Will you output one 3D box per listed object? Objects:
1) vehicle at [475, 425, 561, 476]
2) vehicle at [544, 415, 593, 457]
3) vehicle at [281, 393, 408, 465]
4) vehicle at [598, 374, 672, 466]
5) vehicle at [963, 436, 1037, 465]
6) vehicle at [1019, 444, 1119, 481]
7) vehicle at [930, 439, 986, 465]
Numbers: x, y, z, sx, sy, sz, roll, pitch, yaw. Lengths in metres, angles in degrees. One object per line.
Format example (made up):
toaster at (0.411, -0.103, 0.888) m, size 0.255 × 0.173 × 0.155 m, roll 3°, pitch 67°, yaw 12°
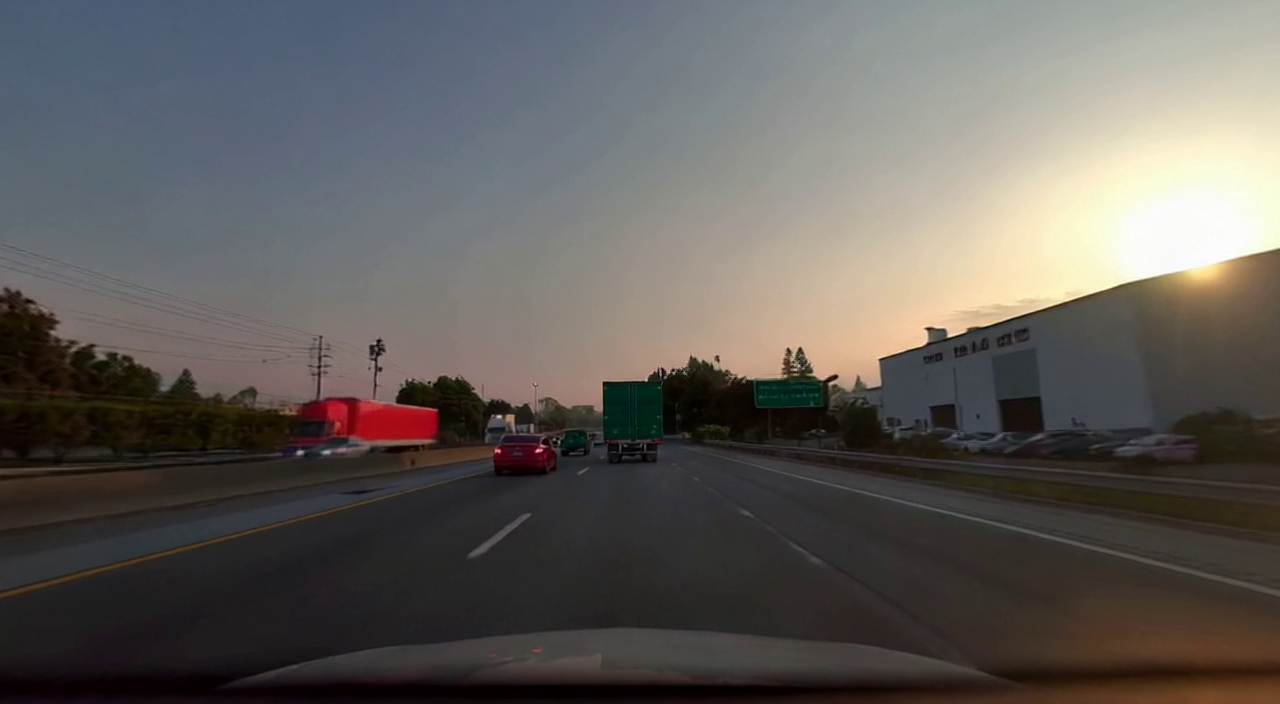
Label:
vehicle at (-4.226, 3.480, 22.706) m, size 2.005 × 1.602 × 5.131 m, roll 0°, pitch -8°, yaw 1°
vehicle at (-4.998, 6.028, 45.182) m, size 2.717 × 2.714 × 6.997 m, roll 0°, pitch -8°, yaw 0°
vehicle at (-17.357, 4.710, 38.080) m, size 2.959 × 3.738 × 9.951 m, roll 0°, pitch -8°, yaw -1°
vehicle at (-0.342, 3.688, 33.124) m, size 3.259 × 4.066 × 9.891 m, roll 0°, pitch -8°, yaw -1°
vehicle at (22.904, 6.257, 40.296) m, size 1.986 × 1.605 × 4.381 m, roll -2°, pitch -7°, yaw -2°
vehicle at (22.866, 5.880, 33.820) m, size 1.857 × 1.744 × 4.828 m, roll 0°, pitch -8°, yaw -2°
vehicle at (22.840, 7.178, 45.447) m, size 1.699 × 1.625 × 4.494 m, roll -2°, pitch -8°, yaw 0°
